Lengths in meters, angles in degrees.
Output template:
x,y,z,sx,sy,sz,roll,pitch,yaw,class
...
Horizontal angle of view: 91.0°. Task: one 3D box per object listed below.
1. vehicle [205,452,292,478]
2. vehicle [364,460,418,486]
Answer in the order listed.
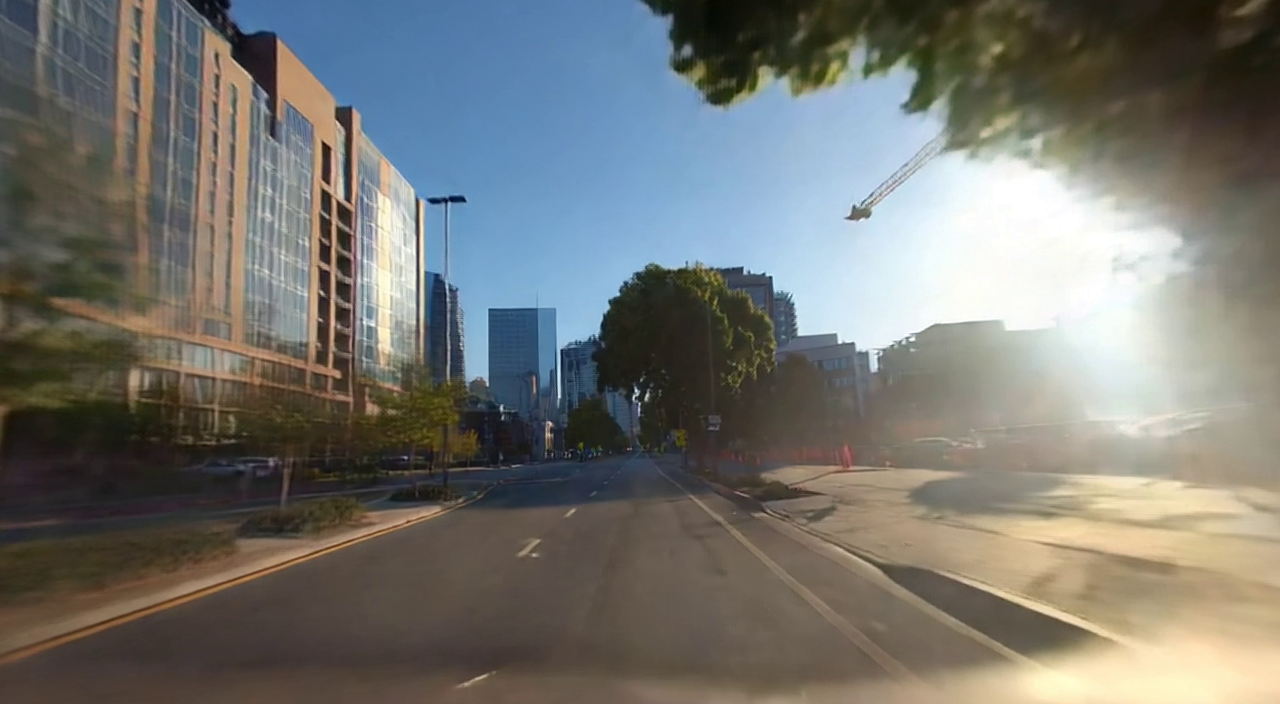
x,y,z,sx,sy,sz,roll,pitch,yaw,class
-25.497,7.347,41.079,4.308,1.612,1.989,0,-9,-1,vehicle
-17.180,8.365,43.670,1.921,1.541,4.541,-1,-8,0,vehicle
